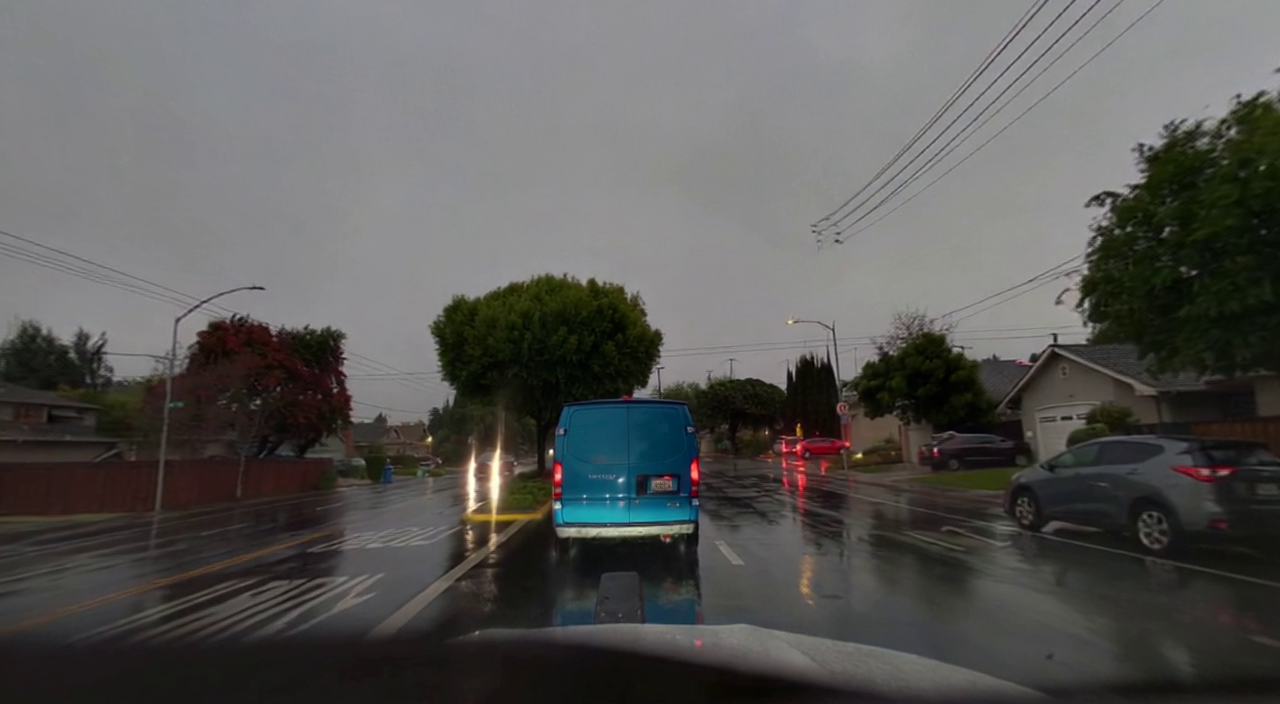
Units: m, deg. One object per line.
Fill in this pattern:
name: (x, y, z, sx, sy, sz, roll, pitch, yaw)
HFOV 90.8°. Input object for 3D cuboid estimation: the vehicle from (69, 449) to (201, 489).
vehicle: (-26.896, 6.218, 33.801, 5.026, 2.017, 2.215, 0, -9, -1)

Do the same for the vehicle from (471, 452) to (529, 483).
vehicle: (-7.357, 6.103, 33.649, 1.962, 1.481, 4.434, 0, -9, 2)

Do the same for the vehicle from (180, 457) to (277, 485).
vehicle: (-27.370, 7.938, 42.188, 4.972, 1.776, 2.057, 0, -9, -1)

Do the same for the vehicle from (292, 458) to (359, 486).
vehicle: (-18.424, 7.047, 37.251, 1.816, 1.445, 4.120, 0, -9, 0)

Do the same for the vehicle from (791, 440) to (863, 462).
vehicle: (13.097, 6.953, 44.427, 4.483, 1.463, 1.805, 0, -8, -1)

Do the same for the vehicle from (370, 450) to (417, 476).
vehicle: (-17.991, 8.075, 46.336, 1.841, 1.769, 4.105, 0, -9, -1)

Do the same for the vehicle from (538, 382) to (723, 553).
vehicle: (-0.271, 1.815, 10.500, 2.342, 2.142, 4.809, 0, -9, -4)

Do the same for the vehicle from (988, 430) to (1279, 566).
vehicle: (7.347, 1.966, 9.316, 1.883, 1.504, 4.220, 0, -9, -2)

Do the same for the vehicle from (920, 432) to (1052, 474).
vehicle: (13.132, 3.843, 24.192, 3.916, 1.517, 1.887, 0, -8, 0)
